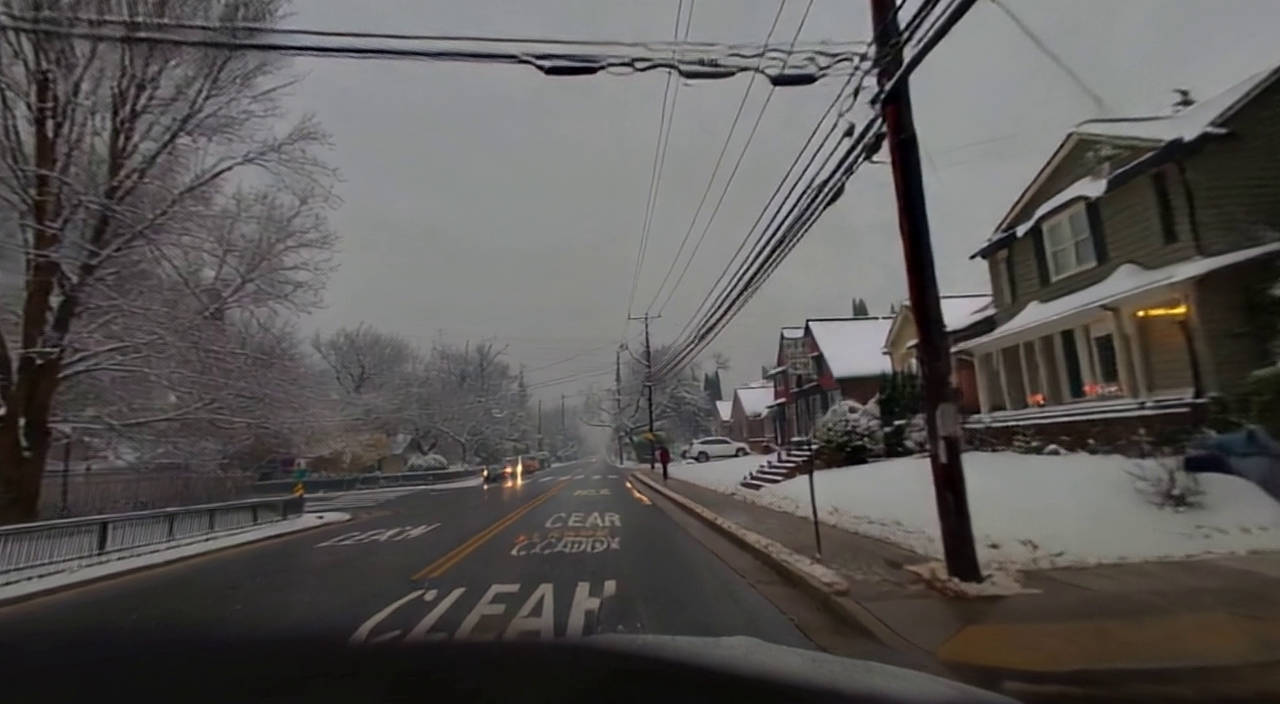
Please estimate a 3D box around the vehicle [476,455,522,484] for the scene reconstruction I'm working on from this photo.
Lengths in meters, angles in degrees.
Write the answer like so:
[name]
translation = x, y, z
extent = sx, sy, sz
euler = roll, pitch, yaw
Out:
[vehicle]
translation = -9.384, 7.826, 42.418
extent = 2.203, 1.787, 4.704
euler = 0, -9, -3
